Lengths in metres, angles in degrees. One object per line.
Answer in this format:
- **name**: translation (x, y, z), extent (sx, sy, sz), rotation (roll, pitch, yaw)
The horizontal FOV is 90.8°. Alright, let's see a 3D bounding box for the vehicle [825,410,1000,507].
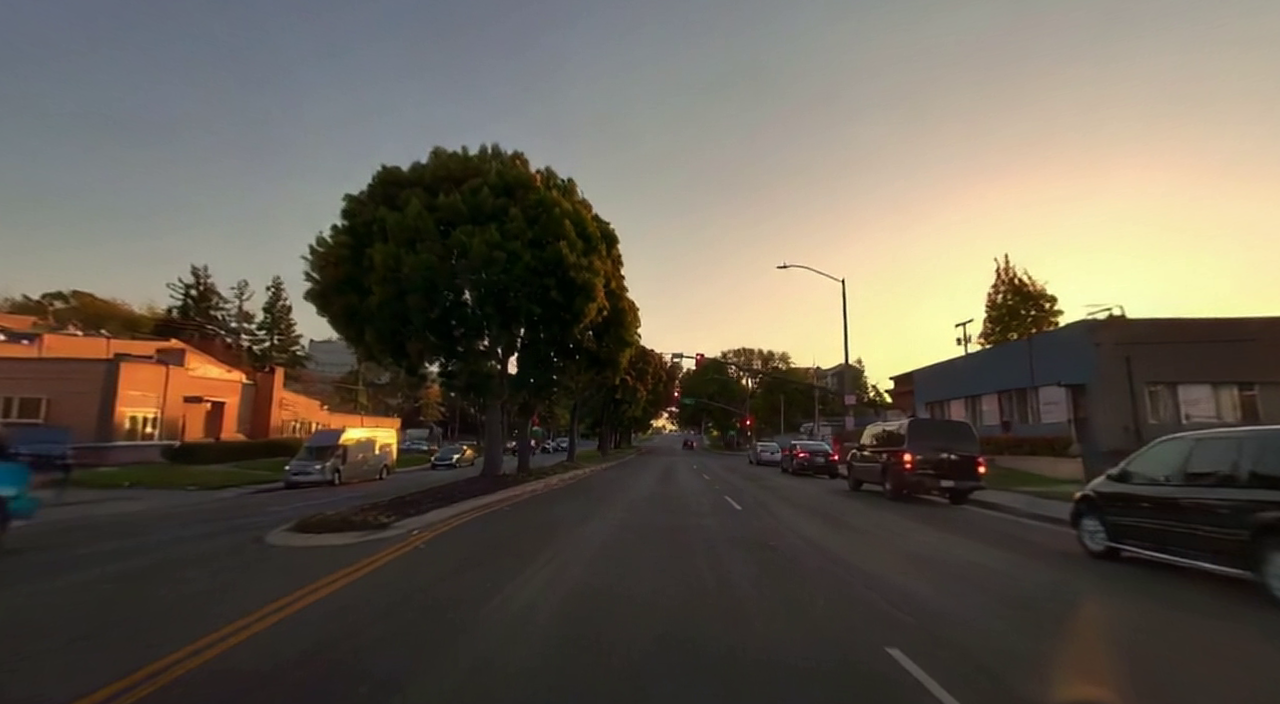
- **vehicle**: translation (6.822, 2.775, 16.831), extent (2.181, 2.103, 6.044), rotation (-1, -9, 3)

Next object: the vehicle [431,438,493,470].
- **vehicle**: translation (-9.807, 5.644, 35.251), extent (1.954, 1.652, 4.440), rotation (-1, -9, 3)

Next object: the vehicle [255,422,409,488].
- **vehicle**: translation (-10.422, 3.566, 22.098), extent (2.214, 1.994, 5.721), rotation (-1, -9, 3)

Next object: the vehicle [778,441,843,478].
- **vehicle**: translation (7.175, 4.548, 27.016), extent (1.738, 1.436, 4.232), rotation (0, -9, 2)

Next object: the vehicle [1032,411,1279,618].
- **vehicle**: translation (6.384, 1.476, 6.054), extent (1.995, 1.720, 5.067), rotation (0, -9, 0)

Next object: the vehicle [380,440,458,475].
- **vehicle**: translation (-10.058, 4.819, 29.136), extent (1.785, 1.478, 4.329), rotation (-1, -9, 4)
